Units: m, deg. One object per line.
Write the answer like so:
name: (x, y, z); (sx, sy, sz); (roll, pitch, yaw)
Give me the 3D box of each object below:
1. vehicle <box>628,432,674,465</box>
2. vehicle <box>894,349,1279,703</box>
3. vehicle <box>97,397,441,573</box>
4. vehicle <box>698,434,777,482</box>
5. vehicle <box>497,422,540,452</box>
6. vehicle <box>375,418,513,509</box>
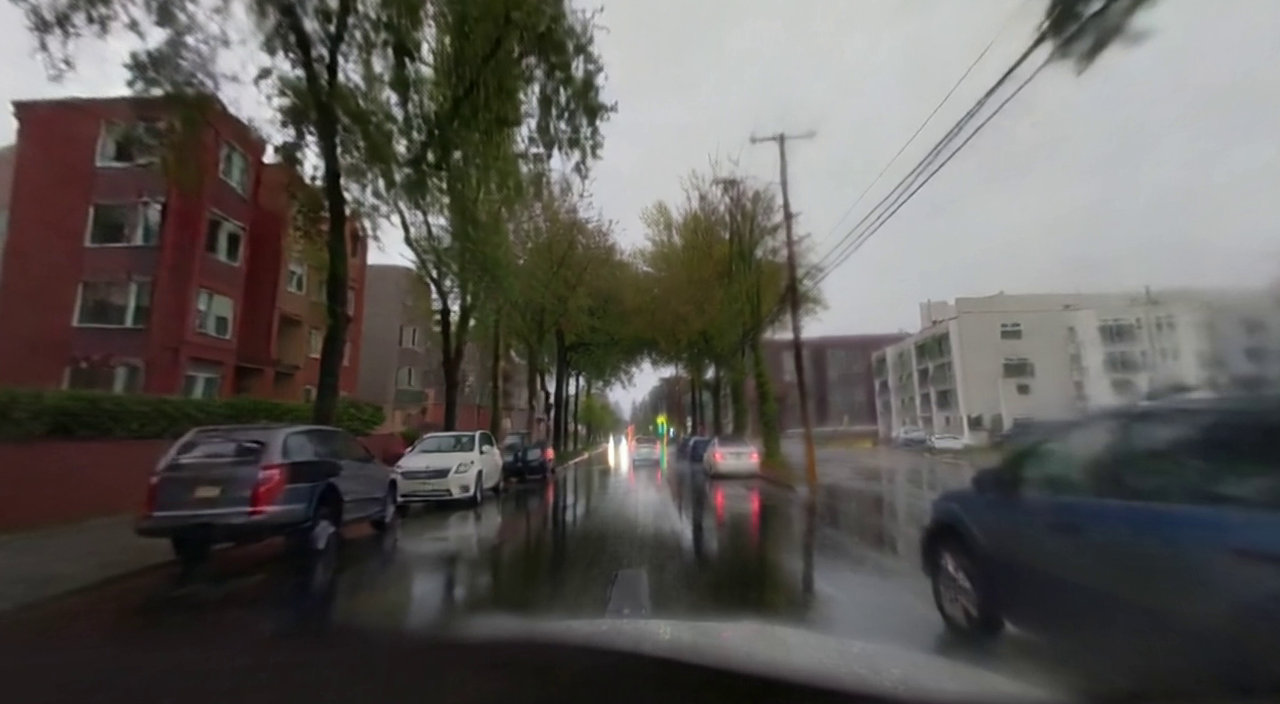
vehicle: (0.526, 4.669, 30.570); (2.095, 1.510, 3.605); (0, -8, 1)
vehicle: (3.030, 0.979, 3.106); (1.901, 1.649, 4.118); (0, -8, 1)
vehicle: (-4.574, 1.538, 8.766); (2.022, 1.721, 4.355); (1, -3, 2)
vehicle: (3.248, 3.614, 21.835); (2.086, 1.498, 4.280); (0, -8, 1)
vehicle: (-7.930, 5.584, 41.517); (2.010, 1.747, 4.266); (0, -5, 0)
vehicle: (-4.254, 2.402, 14.316); (1.911, 1.573, 3.637); (2, -3, 0)
